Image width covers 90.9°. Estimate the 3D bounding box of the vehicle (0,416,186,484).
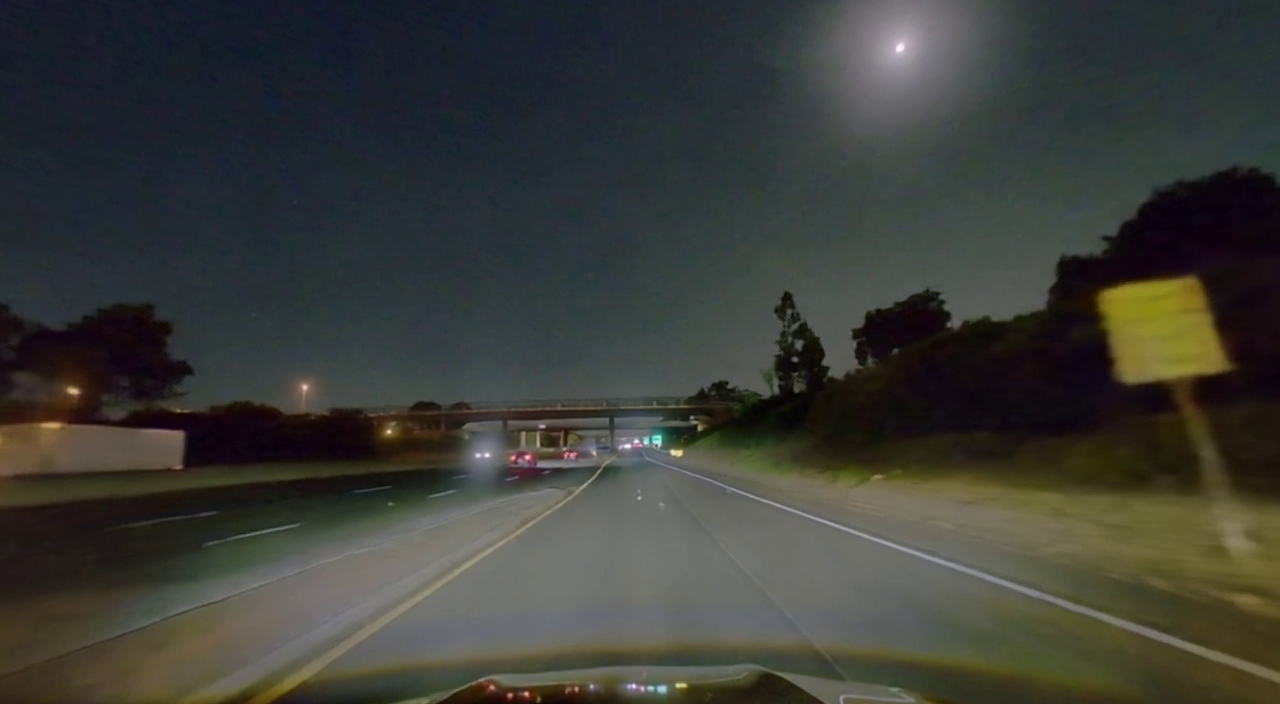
[{"bbox_3d":[-31.314,5.452,34.981,2.715,3.193,12.176,0,-9,2],"label":"vehicle"}]
